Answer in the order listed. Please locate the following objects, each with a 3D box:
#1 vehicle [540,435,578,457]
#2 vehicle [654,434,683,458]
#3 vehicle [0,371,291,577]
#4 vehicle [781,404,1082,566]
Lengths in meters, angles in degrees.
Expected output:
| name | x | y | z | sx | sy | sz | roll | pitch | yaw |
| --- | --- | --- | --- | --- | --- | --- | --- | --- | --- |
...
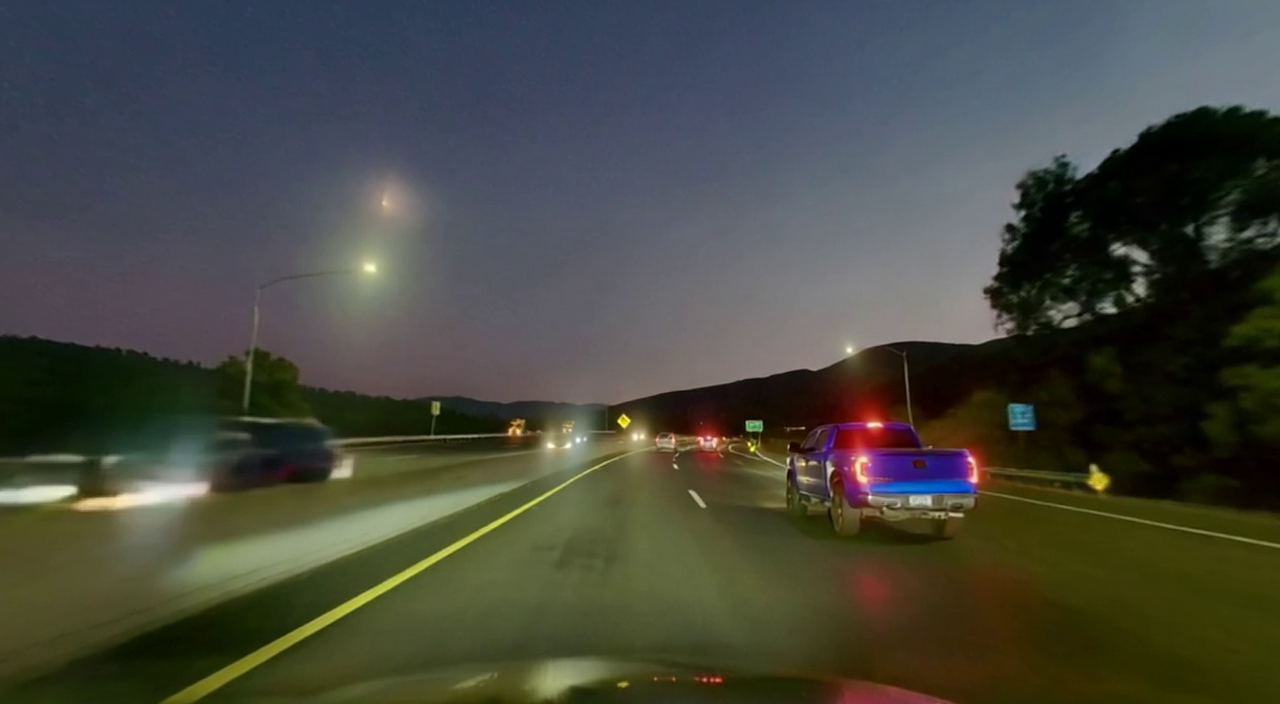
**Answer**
| name | x | y | z | sx | sy | sz | roll | pitch | yaw |
| --- | --- | --- | --- | --- | --- | --- | --- | --- | --- |
| vehicle | -5.967 | 7.047 | 47.124 | 1.990 | 1.533 | 4.572 | -1 | -9 | 3 |
| vehicle | 2.260 | 7.340 | 49.404 | 2.186 | 1.782 | 4.100 | -1 | -9 | 4 |
| vehicle | -6.671 | 1.391 | 7.645 | 2.104 | 1.790 | 4.792 | 0 | -9 | 0 |
| vehicle | 3.672 | 1.791 | 9.239 | 2.151 | 1.744 | 4.709 | 0 | -9 | 0 |
